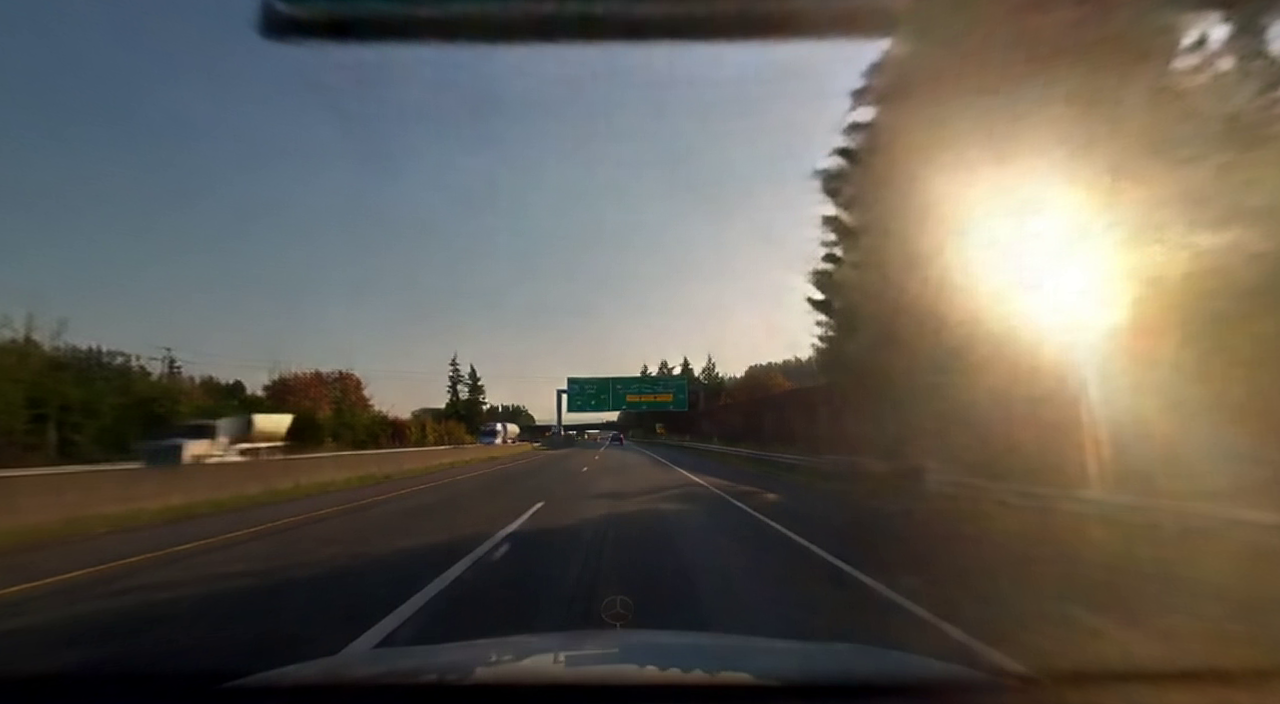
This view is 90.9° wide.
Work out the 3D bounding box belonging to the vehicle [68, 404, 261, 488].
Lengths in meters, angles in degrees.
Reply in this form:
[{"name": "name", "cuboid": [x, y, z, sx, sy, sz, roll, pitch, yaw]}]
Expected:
[{"name": "vehicle", "cuboid": [-17.993, 3.568, 24.508, 2.546, 2.779, 6.379, 0, -7, -1]}]
